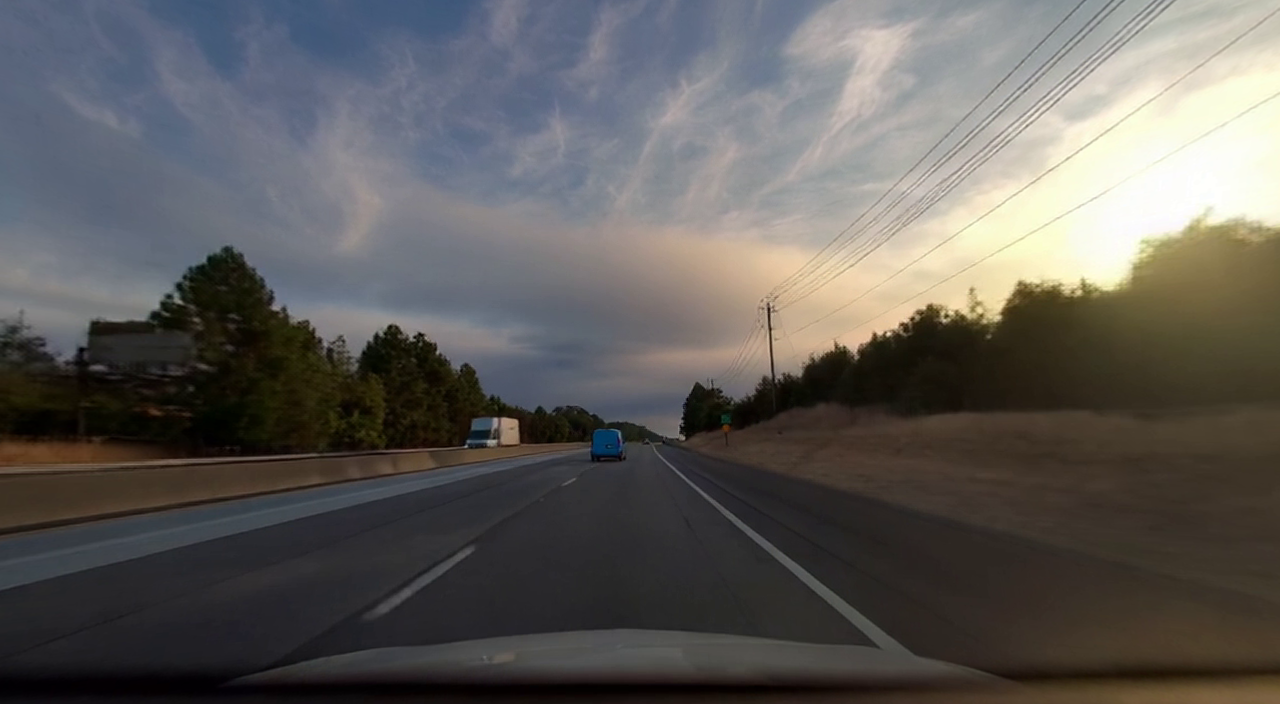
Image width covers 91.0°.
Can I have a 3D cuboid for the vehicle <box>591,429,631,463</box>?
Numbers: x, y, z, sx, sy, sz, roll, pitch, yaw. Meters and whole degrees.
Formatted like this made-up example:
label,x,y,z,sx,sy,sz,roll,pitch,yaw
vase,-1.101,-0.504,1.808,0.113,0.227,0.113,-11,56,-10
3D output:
label,x,y,z,sx,sy,sz,roll,pitch,yaw
vehicle,-1.647,5.478,36.868,2.041,1.856,4.353,0,-8,1
